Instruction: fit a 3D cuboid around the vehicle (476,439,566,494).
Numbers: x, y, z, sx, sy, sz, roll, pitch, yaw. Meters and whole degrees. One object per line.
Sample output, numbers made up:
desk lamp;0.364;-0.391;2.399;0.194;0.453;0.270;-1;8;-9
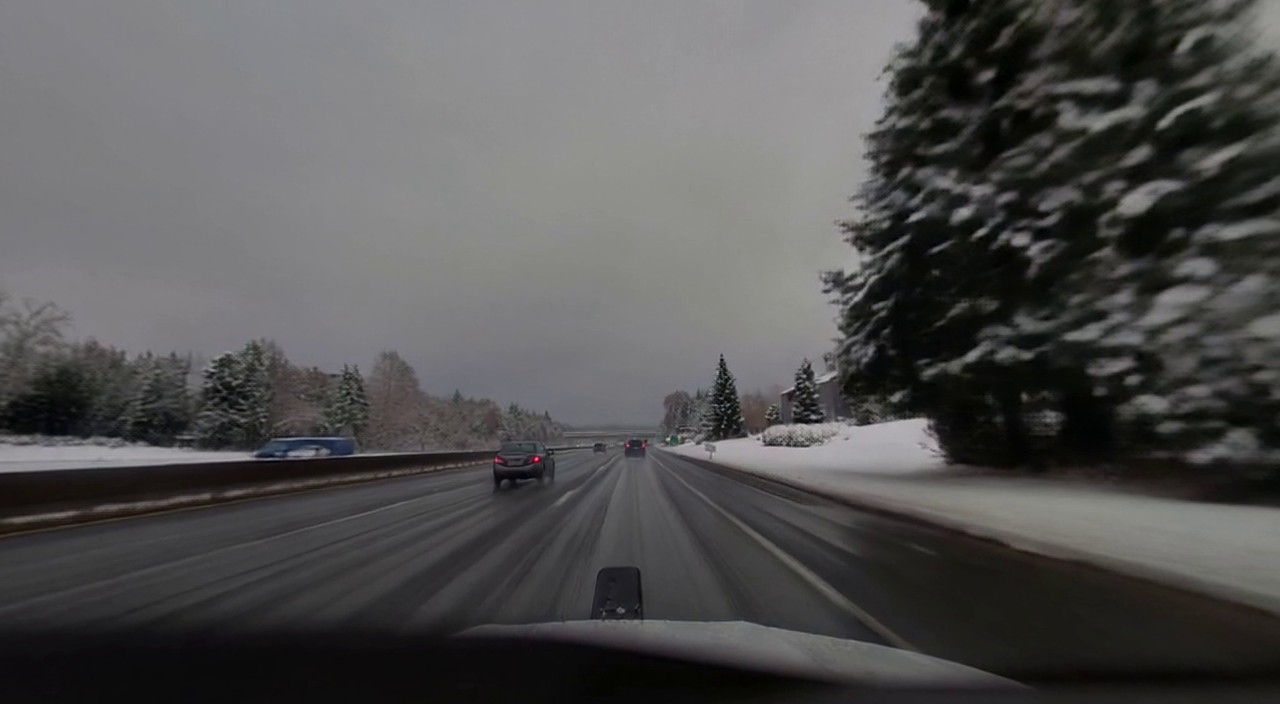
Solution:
vehicle;-3.435;3.390;19.091;1.920;1.463;4.134;0;-9;0
